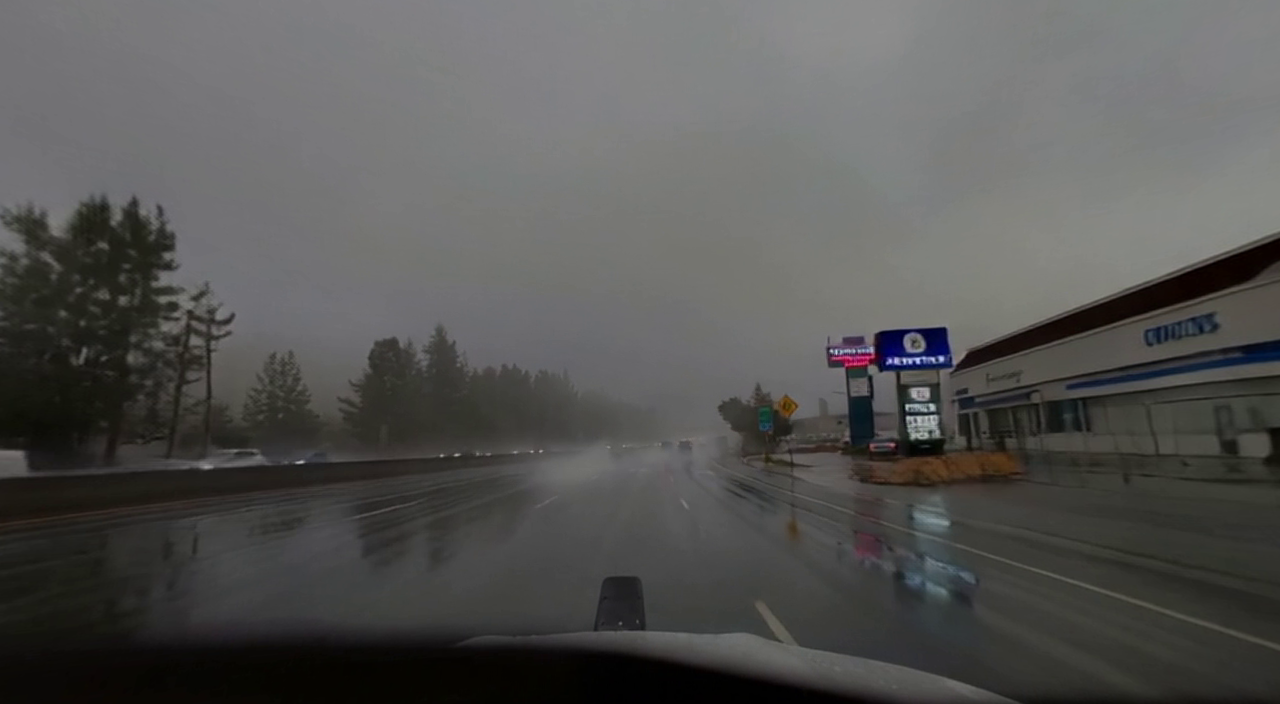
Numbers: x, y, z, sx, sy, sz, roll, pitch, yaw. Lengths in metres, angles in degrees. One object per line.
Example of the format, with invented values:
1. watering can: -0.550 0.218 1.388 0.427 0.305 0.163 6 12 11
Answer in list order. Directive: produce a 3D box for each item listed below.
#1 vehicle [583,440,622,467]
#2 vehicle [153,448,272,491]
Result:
1. vehicle: -2.543 7.006 43.647 2.139 1.782 4.079 -1 -9 4
2. vehicle: -18.507 5.060 27.641 1.958 1.678 4.390 0 -9 2
